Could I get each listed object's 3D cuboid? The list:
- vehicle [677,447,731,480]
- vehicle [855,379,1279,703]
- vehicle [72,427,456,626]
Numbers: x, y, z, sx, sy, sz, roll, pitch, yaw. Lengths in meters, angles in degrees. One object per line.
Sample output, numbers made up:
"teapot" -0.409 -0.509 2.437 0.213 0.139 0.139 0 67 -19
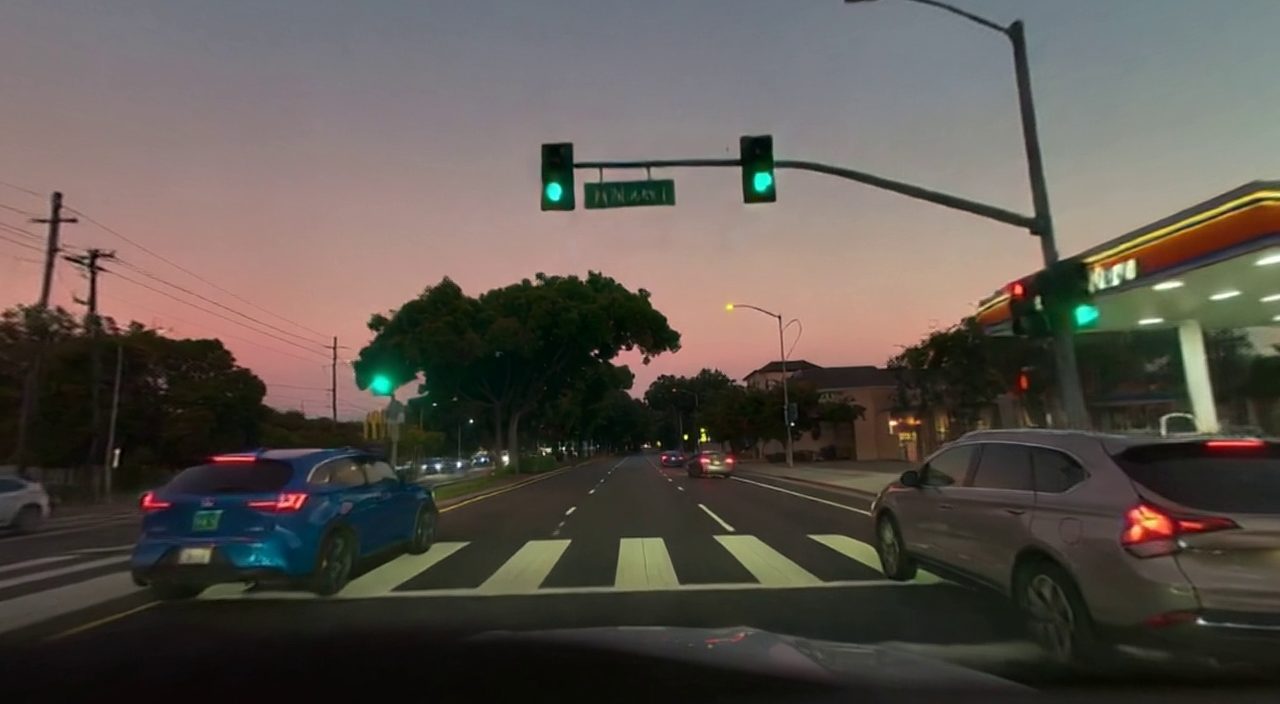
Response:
"vehicle" 3.533 6.271 35.928 2.066 1.699 4.419 1 -9 -8
"vehicle" 3.478 1.259 4.790 2.085 1.655 4.459 0 -8 0
"vehicle" -3.710 1.746 7.309 1.935 1.617 4.045 0 -8 0
